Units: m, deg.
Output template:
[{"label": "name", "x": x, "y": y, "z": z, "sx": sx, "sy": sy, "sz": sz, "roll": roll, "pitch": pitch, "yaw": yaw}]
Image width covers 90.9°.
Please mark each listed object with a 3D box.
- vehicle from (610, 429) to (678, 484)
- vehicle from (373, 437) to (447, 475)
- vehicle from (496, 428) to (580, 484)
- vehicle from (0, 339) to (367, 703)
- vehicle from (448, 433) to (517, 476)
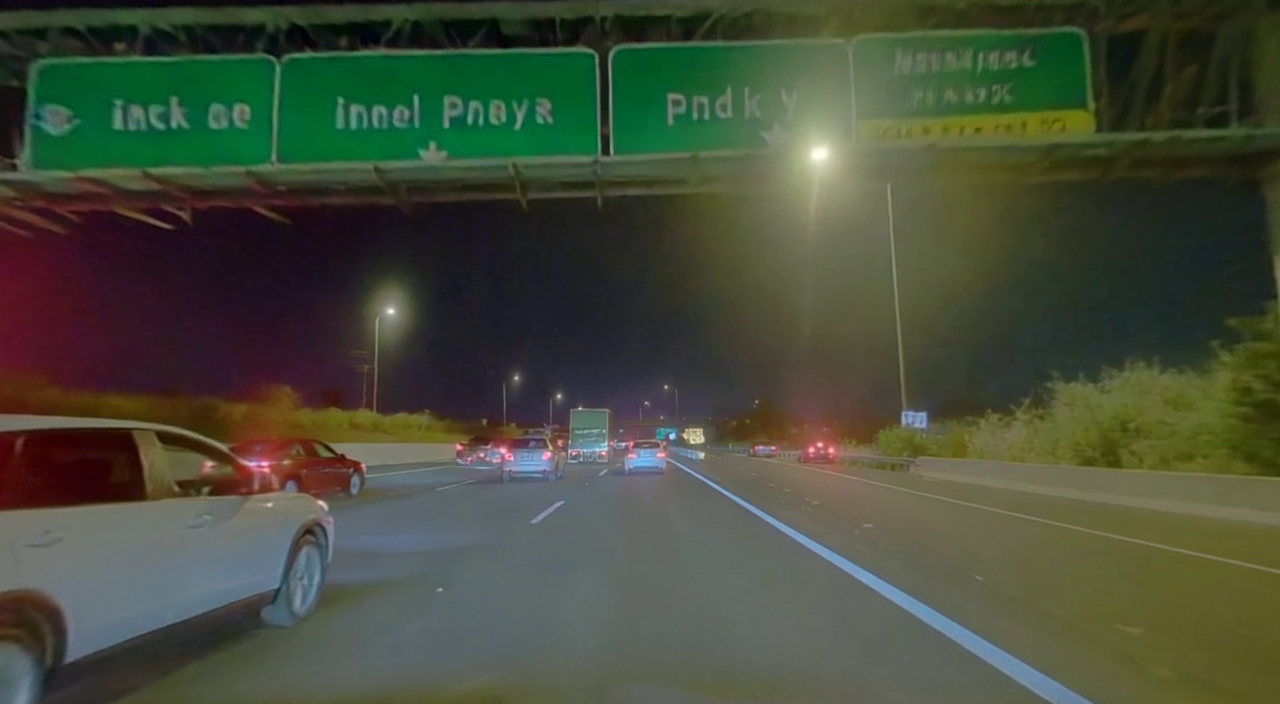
[{"label": "vehicle", "x": 0.141, "y": 3.619, "z": 22.030, "sx": 2.180, "sy": 1.716, "sz": 3.920, "roll": 0, "pitch": -8, "yaw": 0}, {"label": "vehicle", "x": -10.894, "y": 4.958, "z": 30.229, "sx": 1.894, "sy": 1.669, "sz": 4.251, "roll": 0, "pitch": -8, "yaw": 0}, {"label": "vehicle", "x": -3.517, "y": 3.695, "z": 22.654, "sx": 2.125, "sy": 1.792, "sz": 4.466, "roll": 0, "pitch": -8, "yaw": 2}, {"label": "vehicle", "x": -3.472, "y": 0.944, "z": 3.197, "sx": 2.209, "sy": 1.711, "sz": 4.296, "roll": 0, "pitch": -8, "yaw": 0}, {"label": "vehicle", "x": -7.005, "y": 4.623, "z": 28.566, "sx": 1.998, "sy": 1.770, "sz": 4.222, "roll": 0, "pitch": -8, "yaw": 0}]
